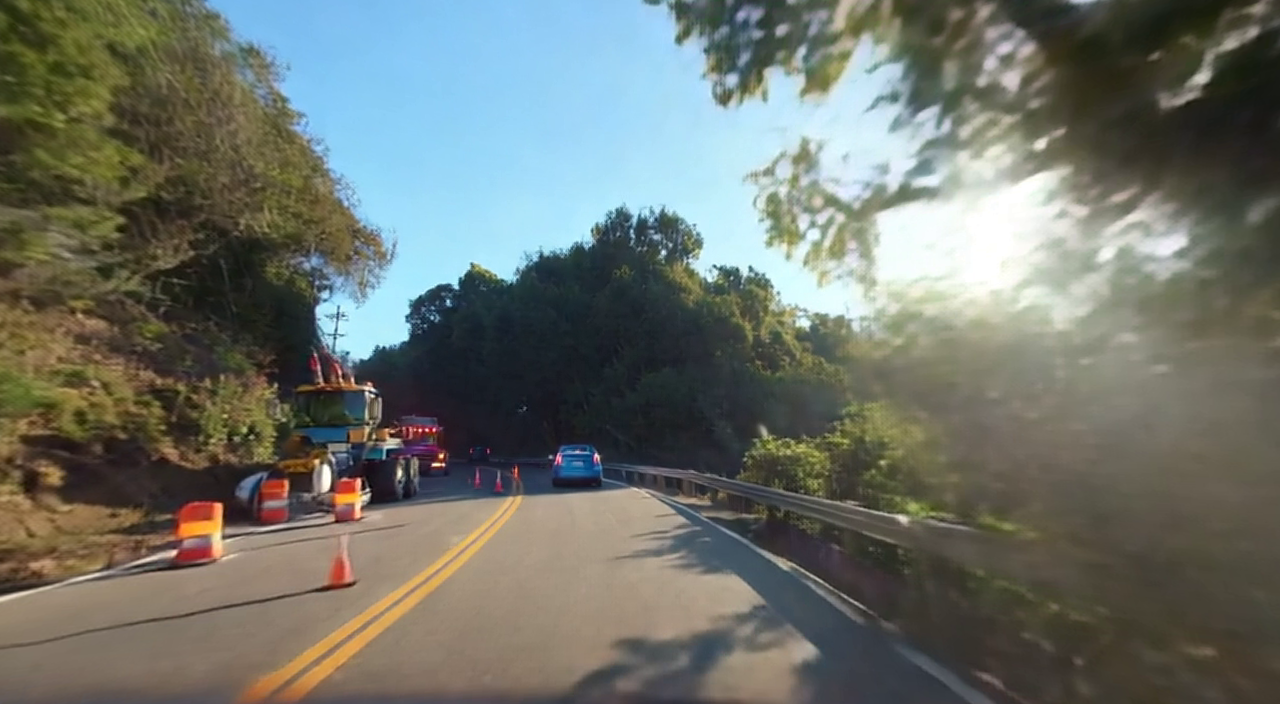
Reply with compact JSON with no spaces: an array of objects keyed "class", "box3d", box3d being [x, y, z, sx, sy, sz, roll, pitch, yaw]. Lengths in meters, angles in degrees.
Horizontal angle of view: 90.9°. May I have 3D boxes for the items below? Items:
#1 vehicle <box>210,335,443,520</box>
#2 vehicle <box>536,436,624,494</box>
[{"class":"vehicle","box3d":[-6.150,1.643,13.362,2.364,3.191,4.942,0,-9,-2]},{"class":"vehicle","box3d":[-1.899,3.294,18.705,2.259,1.503,4.075,2,-9,-10]}]
